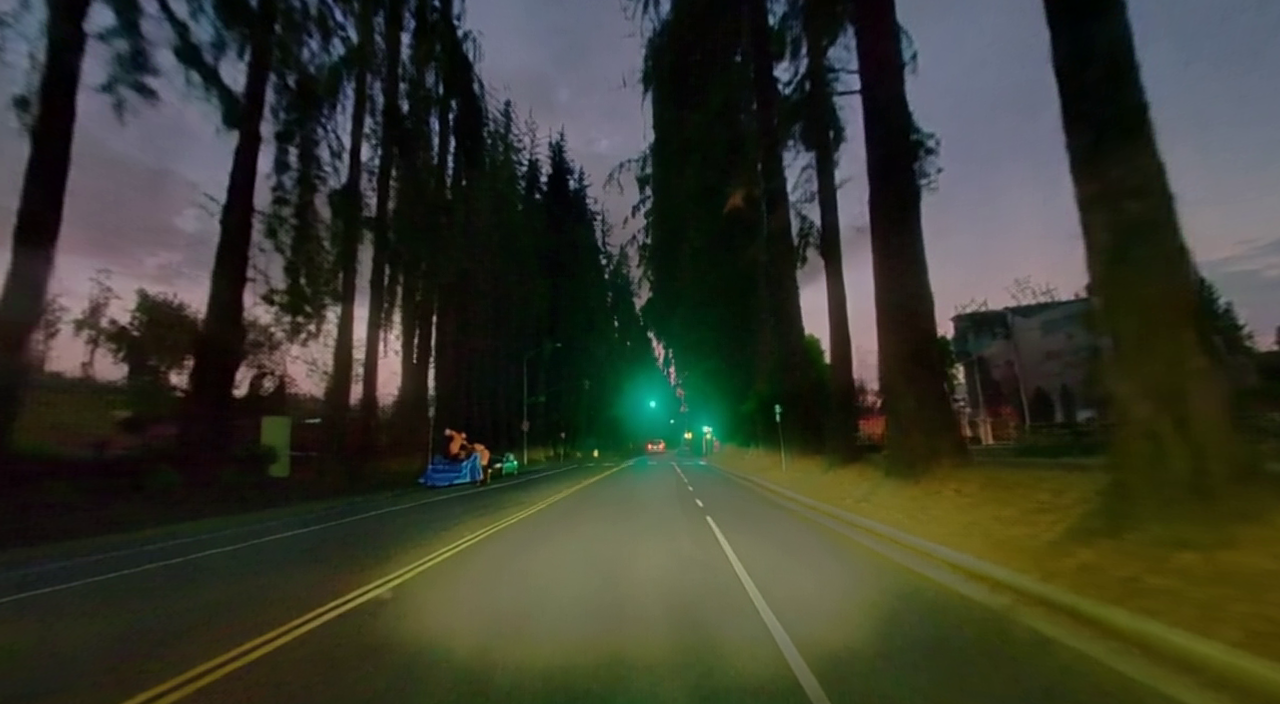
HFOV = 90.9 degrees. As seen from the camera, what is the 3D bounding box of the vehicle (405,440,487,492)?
[{"bbox_3d":[-8.312,4.874,27.449,1.998,1.814,4.559,-4,-7,1],"label":"vehicle"}]
